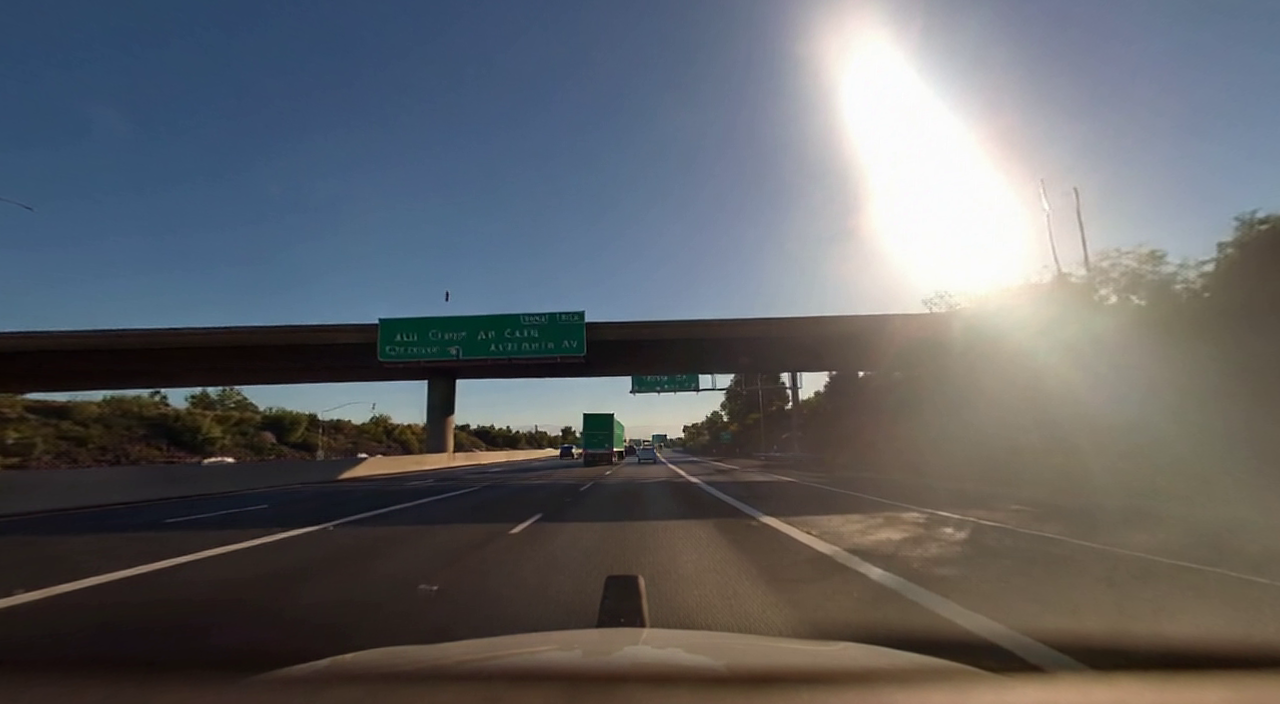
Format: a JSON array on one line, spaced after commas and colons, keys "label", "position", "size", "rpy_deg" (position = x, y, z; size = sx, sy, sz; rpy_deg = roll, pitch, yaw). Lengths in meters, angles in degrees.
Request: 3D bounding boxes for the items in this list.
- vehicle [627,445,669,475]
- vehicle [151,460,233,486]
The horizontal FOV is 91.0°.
[{"label": "vehicle", "position": [0.367, 5.662, 33.282], "size": [2.066, 1.469, 4.050], "rpy_deg": [0, -9, -1]}, {"label": "vehicle", "position": [-31.046, 8.355, 43.839], "size": [1.997, 1.578, 4.861], "rpy_deg": [0, -9, 1]}]
